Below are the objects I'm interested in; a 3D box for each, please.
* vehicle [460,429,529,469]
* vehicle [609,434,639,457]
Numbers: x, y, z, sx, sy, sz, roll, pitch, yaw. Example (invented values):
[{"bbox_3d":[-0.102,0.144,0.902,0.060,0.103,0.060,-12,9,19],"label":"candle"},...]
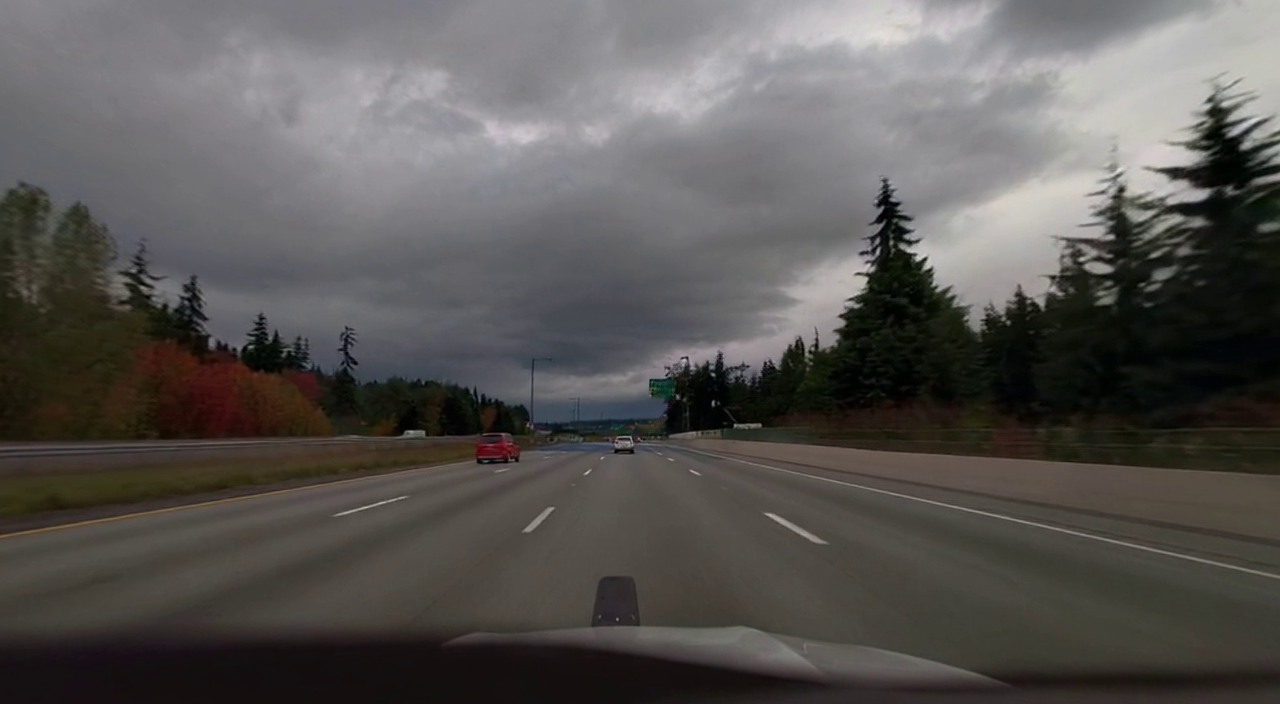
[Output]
[{"bbox_3d":[-6.588,4.430,28.990,2.111,1.689,4.505,0,-8,0],"label":"vehicle"},{"bbox_3d":[-1.089,6.527,44.085,2.010,1.534,4.013,0,-8,-1],"label":"vehicle"}]
